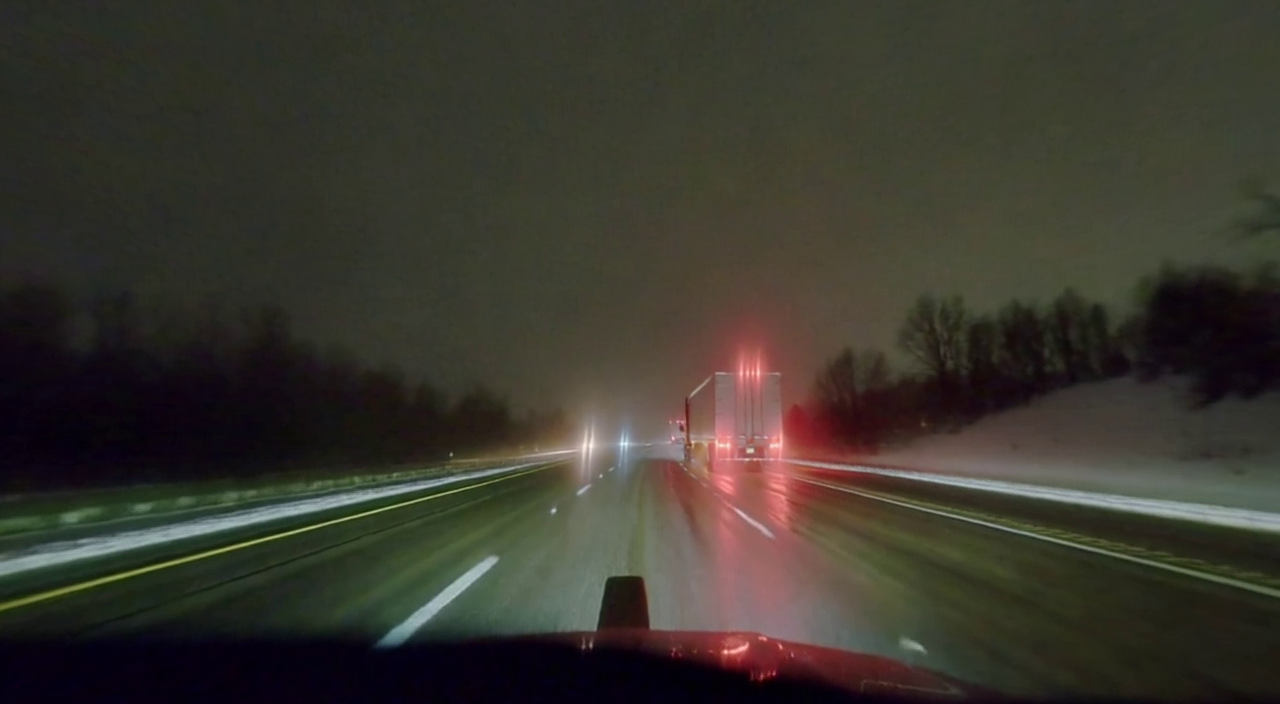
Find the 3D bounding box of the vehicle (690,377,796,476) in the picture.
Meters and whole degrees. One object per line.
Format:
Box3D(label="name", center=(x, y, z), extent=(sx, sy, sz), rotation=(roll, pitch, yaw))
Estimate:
Box3D(label="vehicle", center=(4.757, 4.086, 32.799), extent=(3.485, 3.975, 14.489), rotation=(0, -8, 2))
